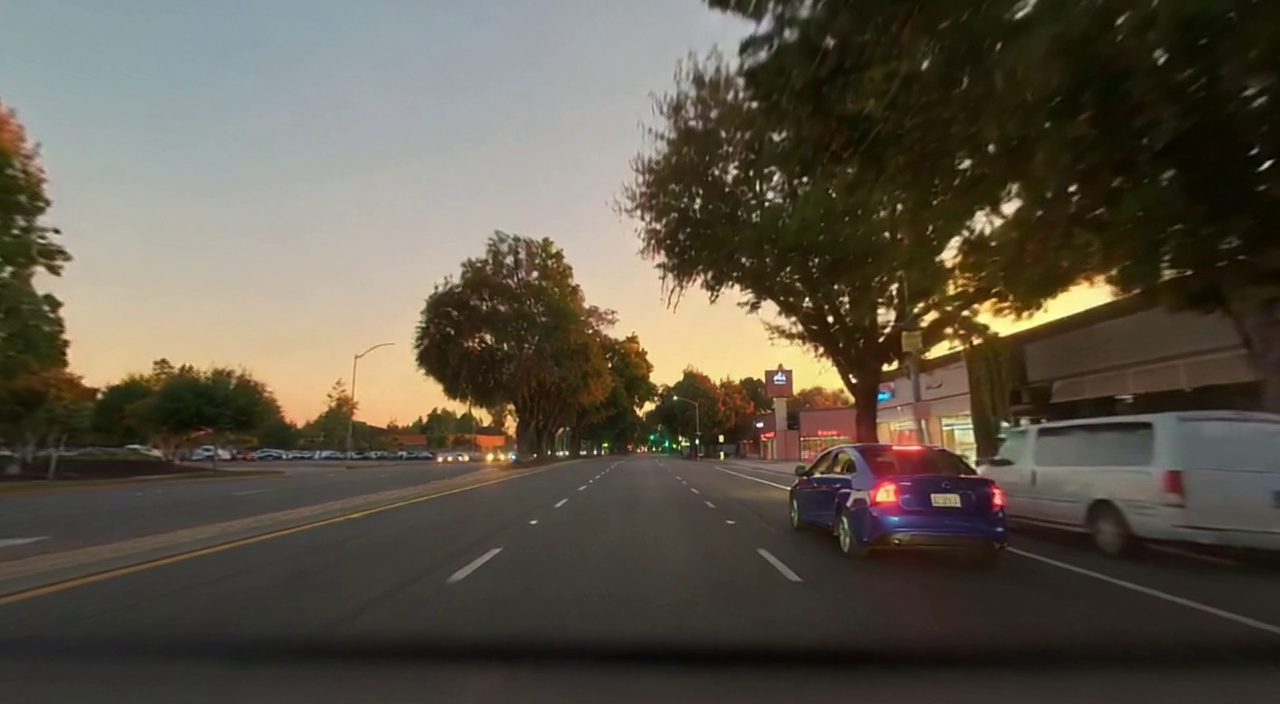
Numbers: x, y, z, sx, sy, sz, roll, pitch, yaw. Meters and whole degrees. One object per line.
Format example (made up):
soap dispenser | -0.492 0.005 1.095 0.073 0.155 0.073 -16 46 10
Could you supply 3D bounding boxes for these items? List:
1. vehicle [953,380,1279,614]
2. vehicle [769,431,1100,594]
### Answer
vehicle | 6.799 1.691 8.432 2.311 2.085 5.422 0 -8 -1
vehicle | 3.193 1.821 8.150 2.004 1.470 4.544 0 -8 -1
